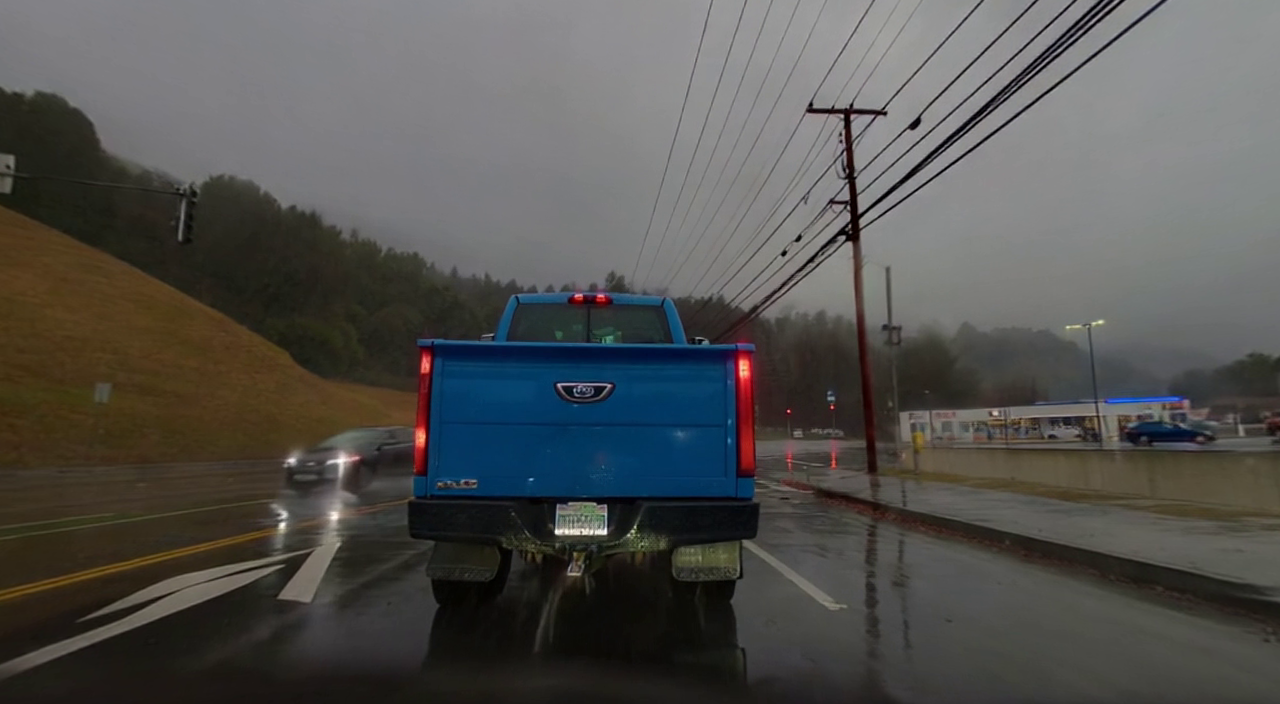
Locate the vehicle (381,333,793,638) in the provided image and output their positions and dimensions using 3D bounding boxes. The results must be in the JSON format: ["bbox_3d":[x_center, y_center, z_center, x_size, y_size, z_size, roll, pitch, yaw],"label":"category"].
[{"bbox_3d":[-0.420,1.323,7.209,2.859,2.144,5.406,0,-9,-1],"label":"vehicle"}]

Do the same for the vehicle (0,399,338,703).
[{"bbox_3d":[-3.958,1.188,3.981,2.017,1.555,4.150,-1,-9,0],"label":"vehicle"}]

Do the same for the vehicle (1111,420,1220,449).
[{"bbox_3d":[34.272,5.433,41.276,2.012,1.757,5.021,3,-9,-20],"label":"vehicle"}]

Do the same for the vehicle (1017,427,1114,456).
[{"bbox_3d":[25.574,5.397,37.924,4.419,1.496,1.854,-2,-9,1],"label":"vehicle"}]
